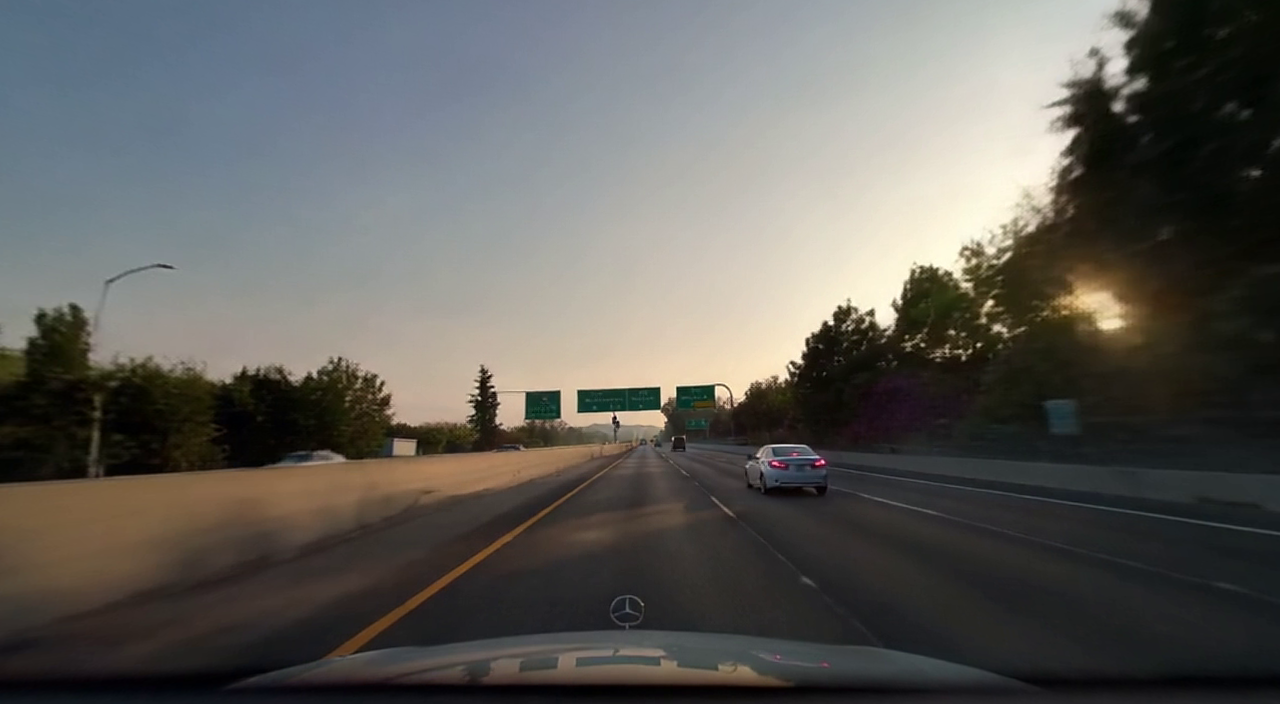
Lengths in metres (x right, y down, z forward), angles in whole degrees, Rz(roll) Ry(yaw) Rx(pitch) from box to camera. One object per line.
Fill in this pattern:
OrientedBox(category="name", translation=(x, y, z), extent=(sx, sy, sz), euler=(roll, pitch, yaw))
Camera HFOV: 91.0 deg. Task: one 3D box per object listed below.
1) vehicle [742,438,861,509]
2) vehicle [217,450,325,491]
OrientedBox(category="vehicle", translation=(3.543, 2.702, 14.545), extent=(1.683, 1.400, 3.868), euler=(0, -8, -1))
OrientedBox(category="vehicle", translation=(-15.774, 5.049, 27.192), extent=(1.943, 1.518, 4.421), euler=(0, -8, 1))
